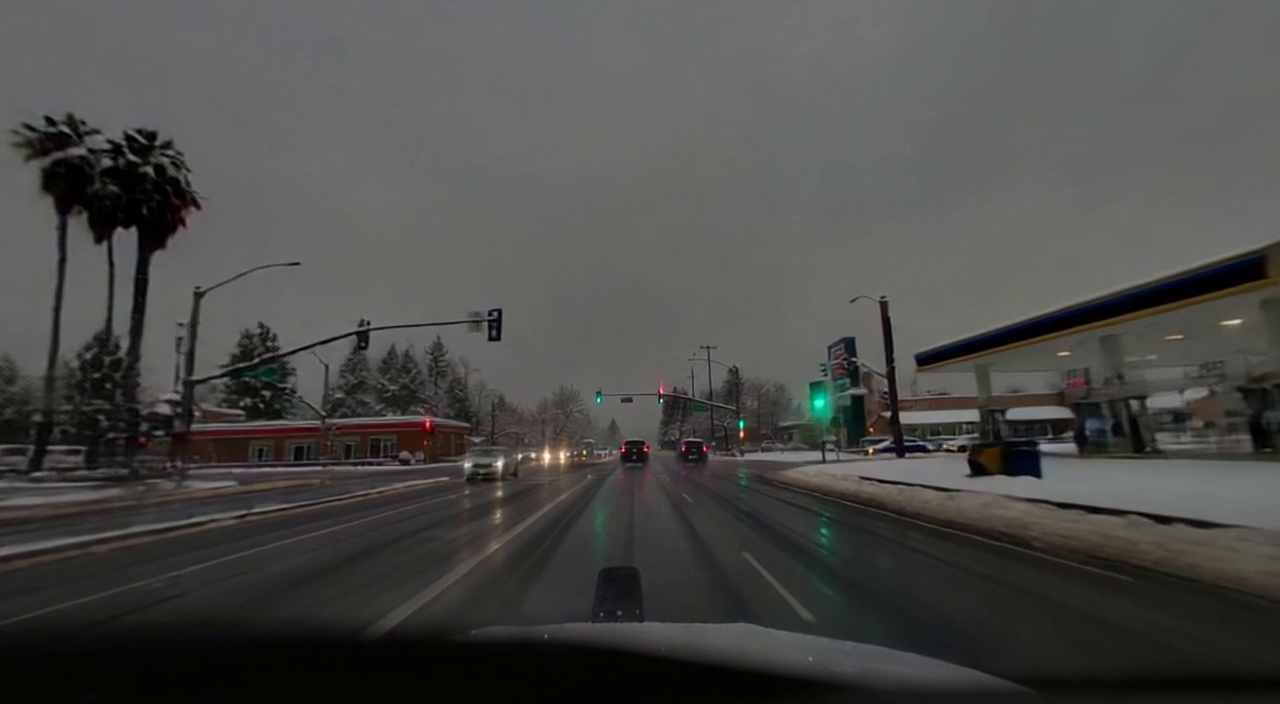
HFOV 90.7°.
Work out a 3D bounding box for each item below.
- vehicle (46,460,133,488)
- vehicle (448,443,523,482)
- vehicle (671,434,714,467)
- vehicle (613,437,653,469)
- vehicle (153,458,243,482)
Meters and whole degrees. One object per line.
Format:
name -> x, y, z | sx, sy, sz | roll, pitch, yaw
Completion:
vehicle -> -35.238, 7.827, 40.574 | 3.867, 1.477, 1.781 | -3, -9, -2
vehicle -> -6.319, 4.572, 26.497 | 1.979, 1.480, 4.553 | 0, -8, 0
vehicle -> 3.233, 6.236, 40.229 | 2.190, 1.913, 5.174 | 0, -8, -1
vehicle -> -0.421, 5.838, 36.669 | 2.177, 1.754, 3.815 | 0, -8, -1
vehicle -> -28.491, 7.603, 40.876 | 4.314, 1.449, 1.978 | 0, -8, -1
